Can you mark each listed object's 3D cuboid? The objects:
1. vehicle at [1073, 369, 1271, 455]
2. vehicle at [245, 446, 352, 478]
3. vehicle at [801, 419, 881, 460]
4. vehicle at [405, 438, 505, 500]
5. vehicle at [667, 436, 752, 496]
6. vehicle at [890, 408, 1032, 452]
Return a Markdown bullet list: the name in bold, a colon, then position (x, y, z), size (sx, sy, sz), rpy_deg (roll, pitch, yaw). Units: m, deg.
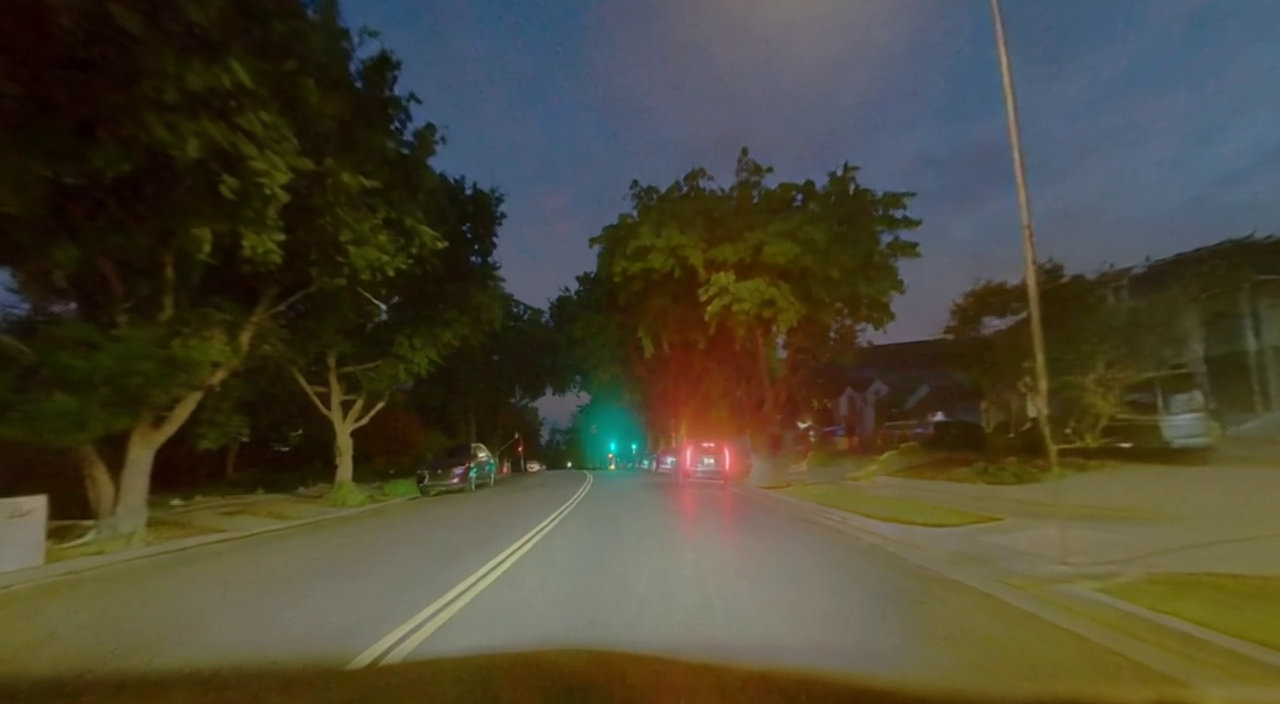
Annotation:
- **vehicle**: position (12.124, 1.555, 14.848), size (1.880, 1.626, 4.495), rpy_deg (-2, -10, 18)
- **vehicle**: position (-17.093, 5.502, 31.696), size (4.527, 1.466, 1.880), rpy_deg (-2, -9, 13)
- **vehicle**: position (10.141, 4.381, 31.610), size (2.100, 1.857, 4.611), rpy_deg (-7, -11, 40)
- **vehicle**: position (-6.031, 3.816, 21.229), size (2.155, 1.729, 4.799), rpy_deg (-1, -7, -3)
- **vehicle**: position (2.271, 3.908, 22.108), size (2.229, 1.826, 4.611), rpy_deg (0, -8, -3)
- **vehicle**: position (12.734, 3.170, 25.405), size (4.639, 1.634, 2.005), rpy_deg (-2, -9, 14)
